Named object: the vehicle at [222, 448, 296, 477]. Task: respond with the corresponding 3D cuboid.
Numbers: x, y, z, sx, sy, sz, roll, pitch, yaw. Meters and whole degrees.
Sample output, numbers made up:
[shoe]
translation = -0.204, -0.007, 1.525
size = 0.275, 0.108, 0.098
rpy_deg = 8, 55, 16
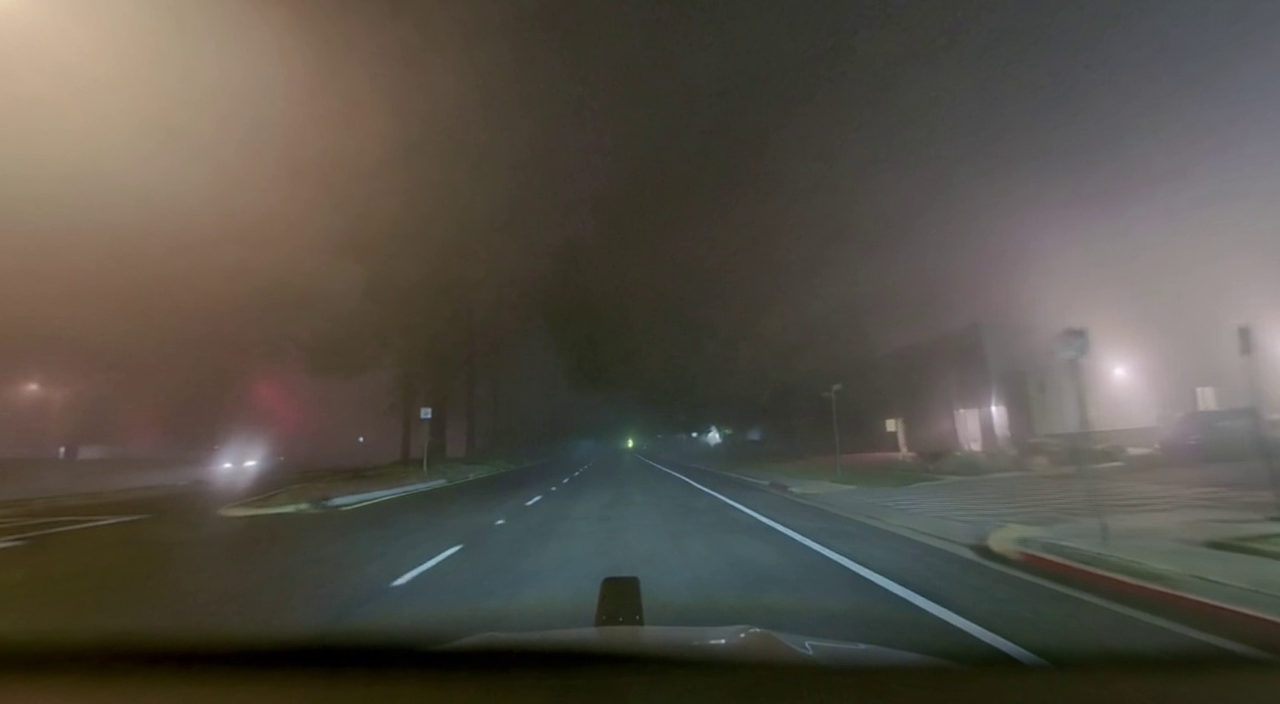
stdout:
[vehicle]
translation = -24.758, 7.153, 41.254
size = 2.150, 1.710, 4.503
rpy_deg = 0, -8, -3
